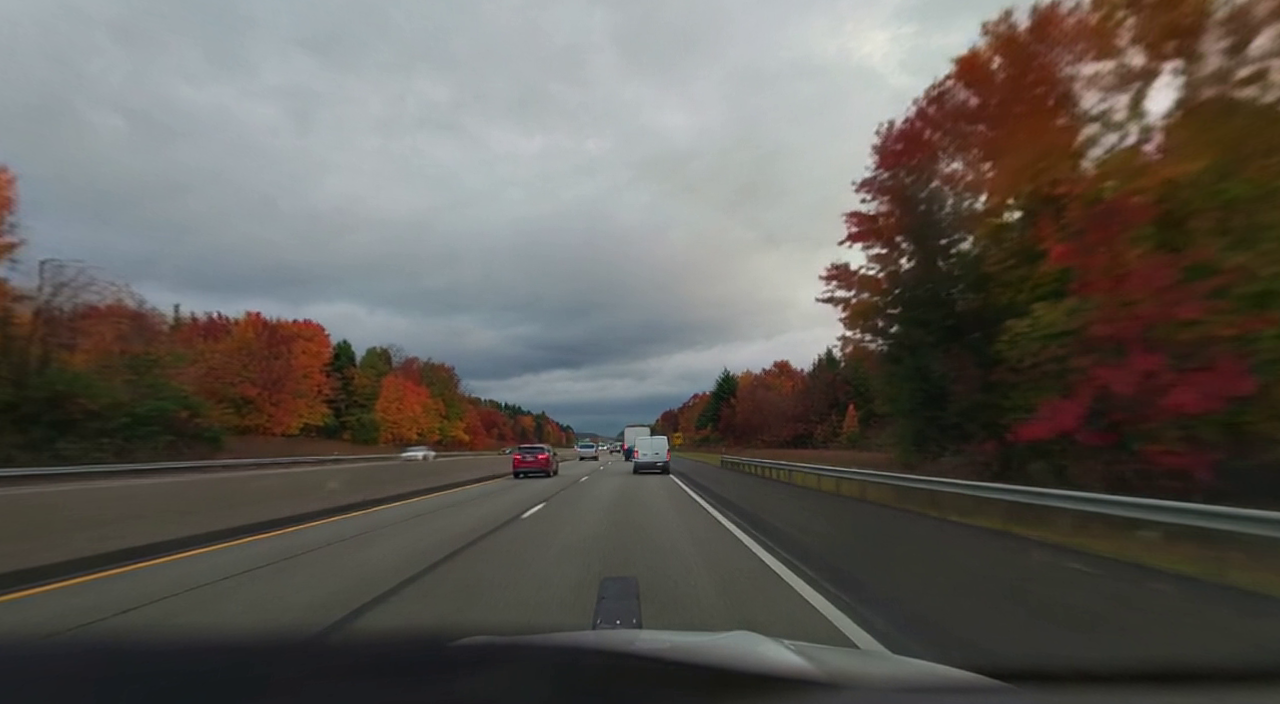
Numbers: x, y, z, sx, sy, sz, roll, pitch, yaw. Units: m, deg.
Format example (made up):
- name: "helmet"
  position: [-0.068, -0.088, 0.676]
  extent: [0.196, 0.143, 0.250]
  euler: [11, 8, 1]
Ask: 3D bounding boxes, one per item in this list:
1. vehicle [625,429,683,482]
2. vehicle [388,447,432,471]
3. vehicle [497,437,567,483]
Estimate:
- name: "vehicle"
  position: [0.474, 4.235, 25.780]
  extent: [2.179, 1.930, 4.538]
  euler: [0, -9, -1]
- name: "vehicle"
  position: [-17.208, 7.990, 47.040]
  extent: [1.801, 1.691, 3.919]
  euler: [0, -9, 1]
- name: "vehicle"
  position: [-4.241, 4.336, 25.402]
  extent: [2.088, 1.688, 4.365]
  euler: [0, -9, 0]
